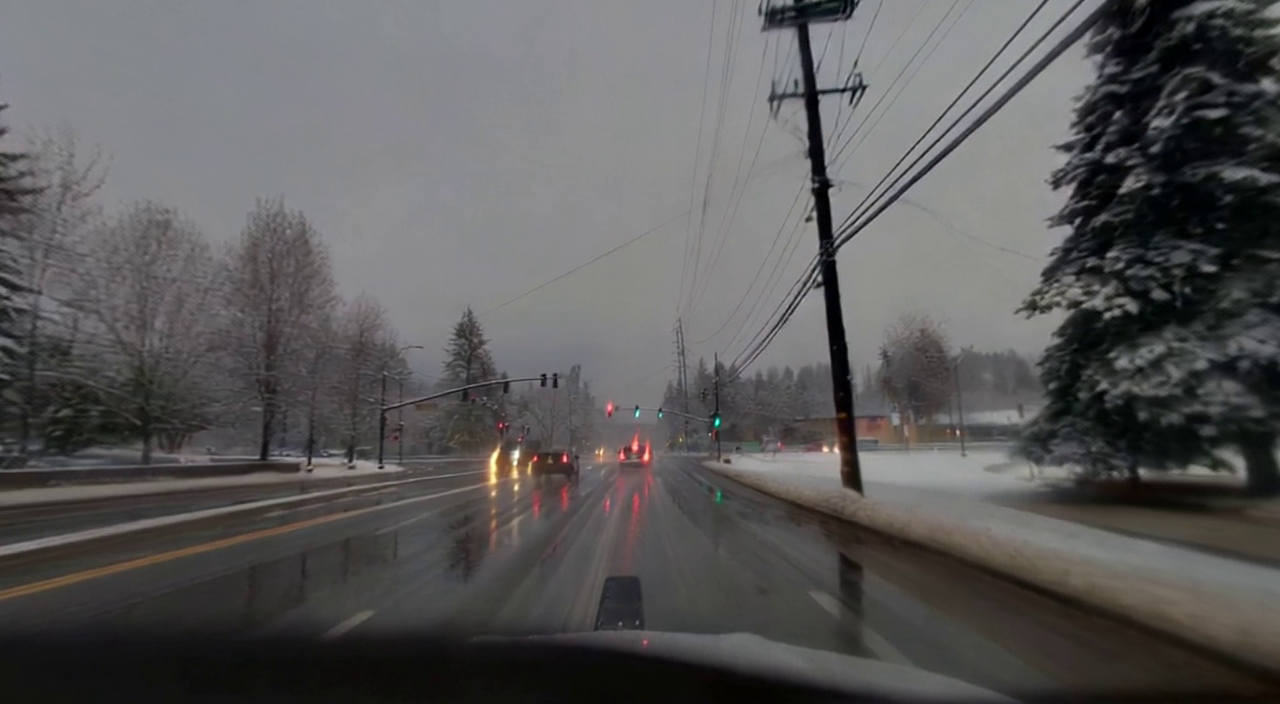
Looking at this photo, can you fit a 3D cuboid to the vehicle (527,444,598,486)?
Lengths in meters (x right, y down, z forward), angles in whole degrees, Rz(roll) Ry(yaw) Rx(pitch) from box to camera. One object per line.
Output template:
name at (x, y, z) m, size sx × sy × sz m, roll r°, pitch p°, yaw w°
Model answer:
vehicle at (-2.936, 4.368, 24.874) m, size 2.064 × 1.464 × 4.373 m, roll 0°, pitch -8°, yaw 2°

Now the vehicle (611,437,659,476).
vehicle at (-0.196, 5.302, 32.289) m, size 2.276 × 1.850 × 3.897 m, roll 0°, pitch -8°, yaw 2°

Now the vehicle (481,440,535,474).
vehicle at (-7.064, 5.631, 34.199) m, size 1.860 × 1.754 × 4.089 m, roll 0°, pitch -8°, yaw 3°
